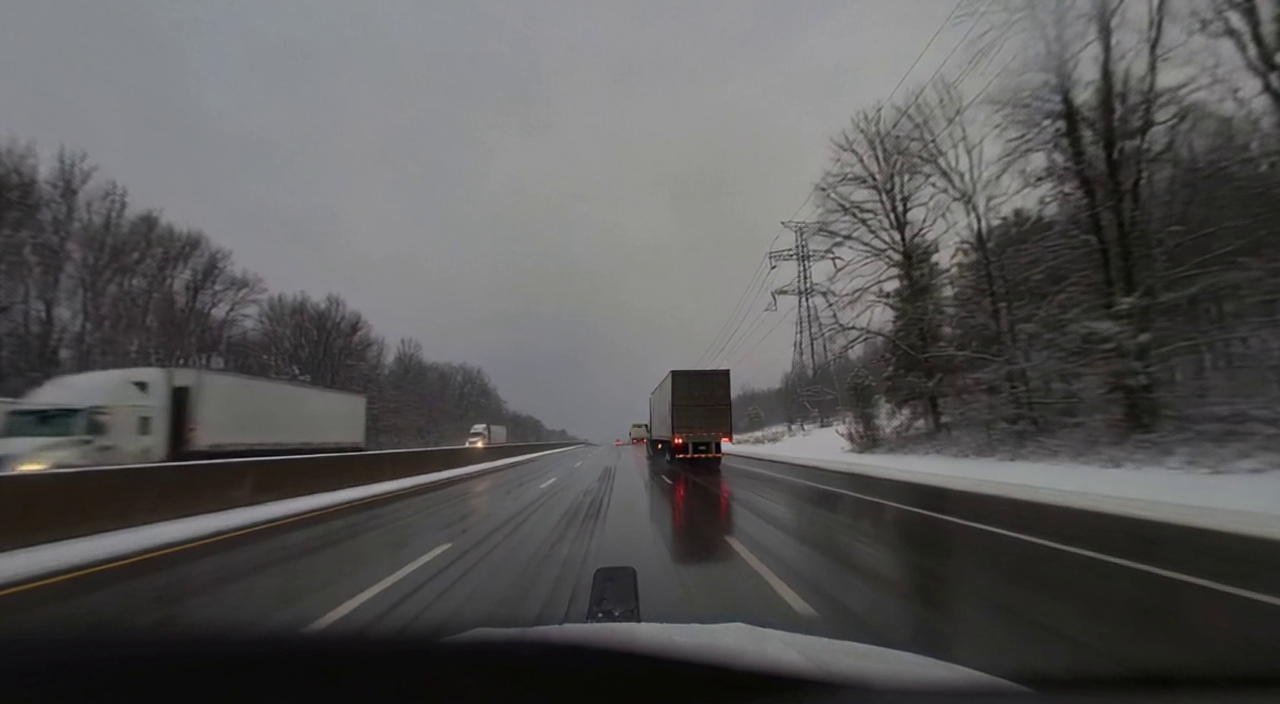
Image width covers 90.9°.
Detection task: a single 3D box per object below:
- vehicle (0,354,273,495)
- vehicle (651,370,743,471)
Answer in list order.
[{"bbox_3d":[-16.084,2.467,21.060,3.034,3.819,7.828,0,-8,-2],"label":"vehicle"},{"bbox_3d":[2.441,3.725,32.727,2.905,4.080,14.157,0,-8,-2],"label":"vehicle"}]
